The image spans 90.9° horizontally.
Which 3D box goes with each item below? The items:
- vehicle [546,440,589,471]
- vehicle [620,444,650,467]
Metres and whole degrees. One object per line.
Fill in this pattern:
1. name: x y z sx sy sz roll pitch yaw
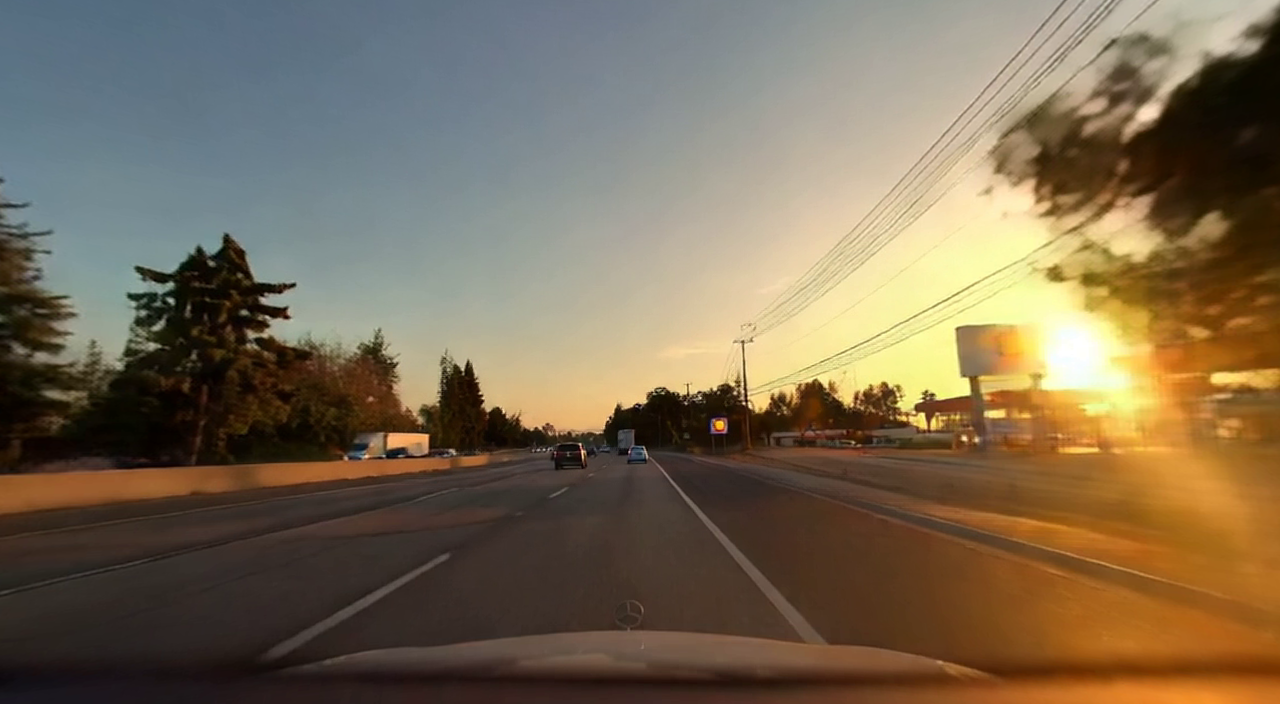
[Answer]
1. vehicle: -4.618 6.706 41.010 2.273 1.884 4.515 0 -8 0
2. vehicle: -0.375 7.244 44.223 1.982 1.524 3.800 0 -8 -2
